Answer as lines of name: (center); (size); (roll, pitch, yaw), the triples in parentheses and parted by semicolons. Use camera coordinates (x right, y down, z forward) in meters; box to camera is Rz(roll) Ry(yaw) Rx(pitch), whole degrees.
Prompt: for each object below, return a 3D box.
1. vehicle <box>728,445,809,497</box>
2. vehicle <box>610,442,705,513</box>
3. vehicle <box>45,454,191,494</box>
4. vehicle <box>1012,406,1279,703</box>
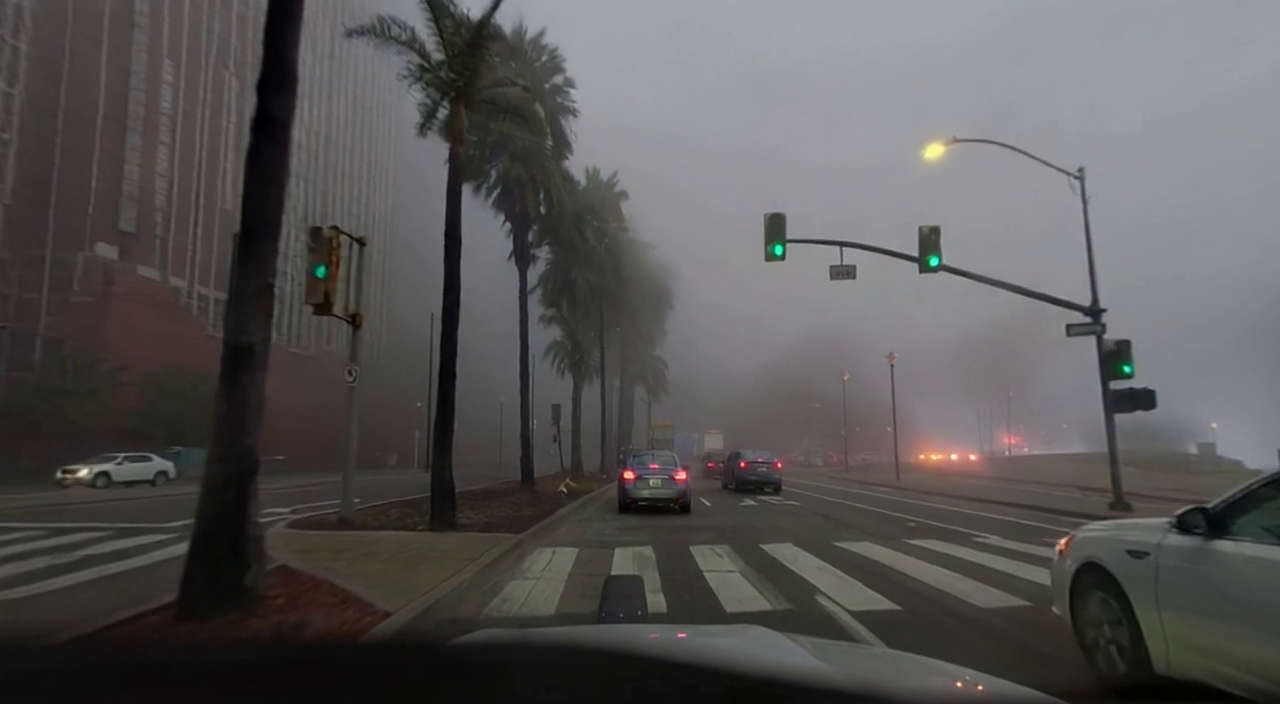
vehicle: (3.975, 3.723, 20.108); (1.909, 1.500, 3.524); (0, -9, 1)
vehicle: (0.428, 2.997, 15.541); (2.048, 1.503, 3.681); (0, -9, 2)
vehicle: (-22.210, 5.177, 27.172); (1.809, 1.472, 4.601); (-2, -9, 13)
vehicle: (3.585, 0.916, 2.218); (1.920, 1.490, 4.417); (0, -9, 1)
